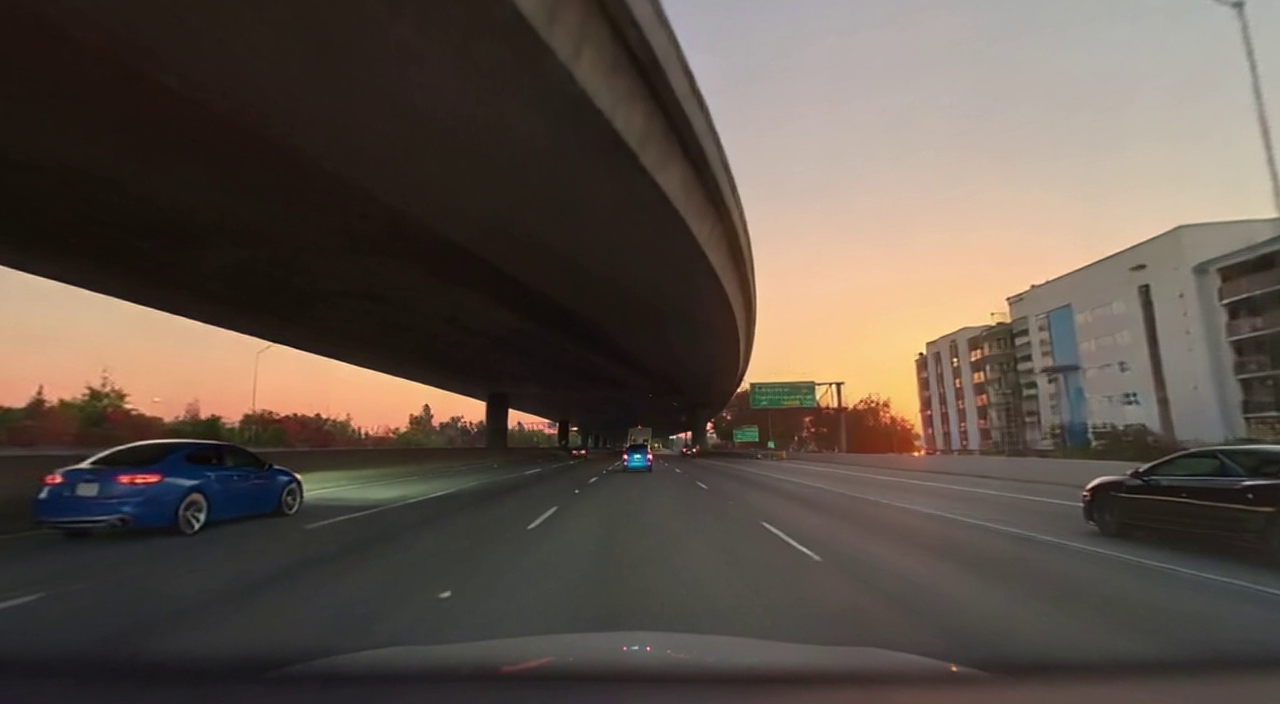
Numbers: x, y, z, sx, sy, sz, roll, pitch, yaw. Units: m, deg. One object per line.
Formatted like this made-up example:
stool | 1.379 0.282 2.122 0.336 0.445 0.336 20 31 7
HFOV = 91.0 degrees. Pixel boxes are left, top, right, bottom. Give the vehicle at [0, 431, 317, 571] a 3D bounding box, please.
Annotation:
vehicle | -6.683 1.905 8.881 1.978 1.477 4.239 0 -8 0

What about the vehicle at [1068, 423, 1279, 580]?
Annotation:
vehicle | 7.121 1.511 6.559 1.937 1.498 4.710 0 -8 -1

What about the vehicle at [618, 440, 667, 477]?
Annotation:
vehicle | 0.102 4.739 28.271 2.036 1.542 3.891 0 -8 0
